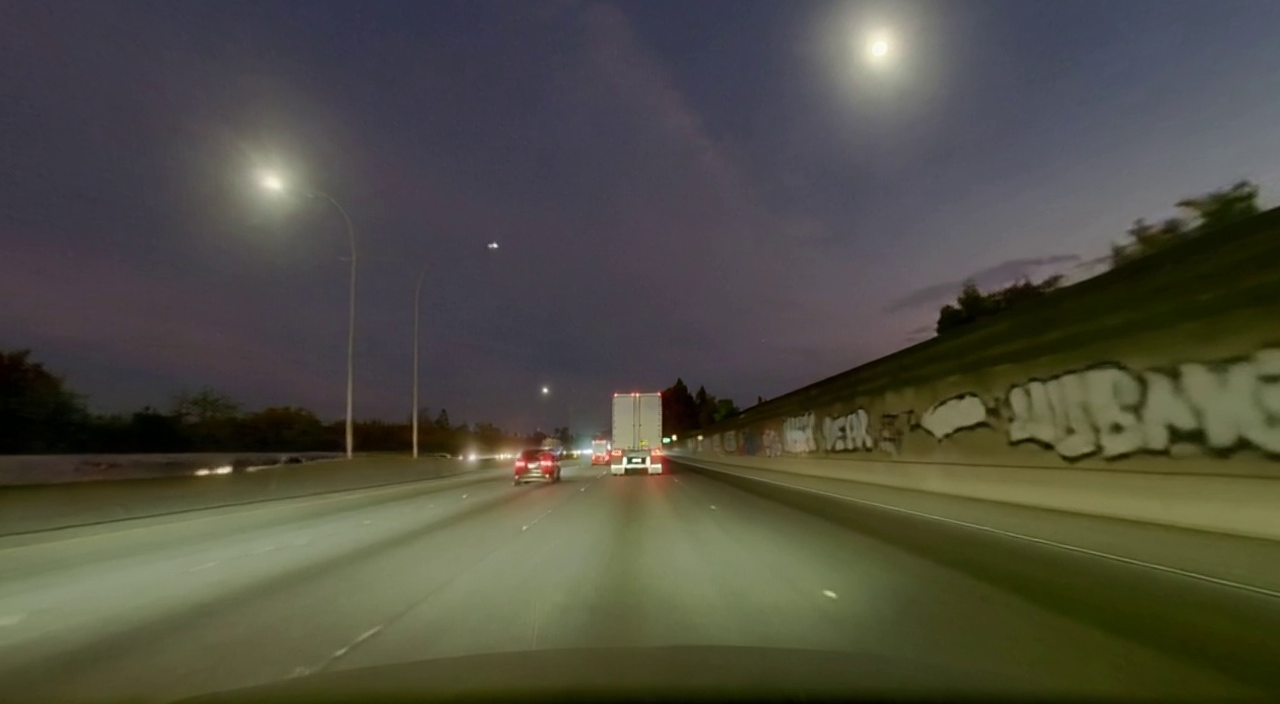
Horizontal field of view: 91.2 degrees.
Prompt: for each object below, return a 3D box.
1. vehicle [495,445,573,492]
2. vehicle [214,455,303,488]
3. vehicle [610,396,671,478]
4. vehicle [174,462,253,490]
[{"bbox_3d":[-3.733,4.193,22.862,2.158,1.538,4.047,0,-9,0],"label":"vehicle"},{"bbox_3d":[-19.675,6.168,32.553,1.841,1.531,4.395,0,-9,-1],"label":"vehicle"},{"bbox_3d":[-0.067,5.076,36.698,3.042,4.023,10.832,0,-9,-1],"label":"vehicle"},{"bbox_3d":[-23.933,6.950,35.331,1.781,1.438,3.826,0,-9,0],"label":"vehicle"}]
